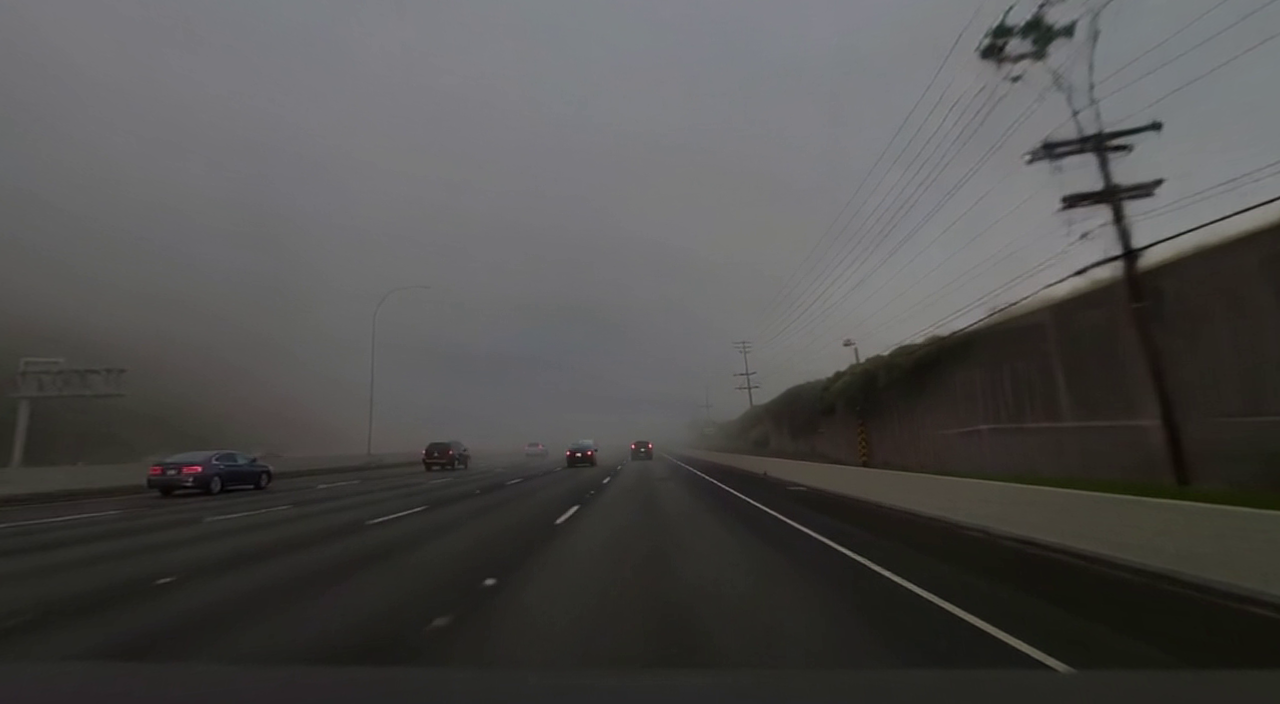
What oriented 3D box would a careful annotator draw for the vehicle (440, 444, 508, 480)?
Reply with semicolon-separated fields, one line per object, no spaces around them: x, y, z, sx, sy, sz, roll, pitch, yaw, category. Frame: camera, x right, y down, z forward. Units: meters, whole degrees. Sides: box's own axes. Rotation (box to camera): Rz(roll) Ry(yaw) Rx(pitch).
-7.436;4.944;28.665;1.899;1.472;4.202;-1;-9;1;vehicle

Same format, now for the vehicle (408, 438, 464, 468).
-14.183;7.073;44.212;2.172;1.946;5.017;-1;-9;1;vehicle

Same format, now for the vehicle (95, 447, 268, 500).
-14.375;3.803;20.232;1.885;1.474;4.849;-1;-9;1;vehicle
